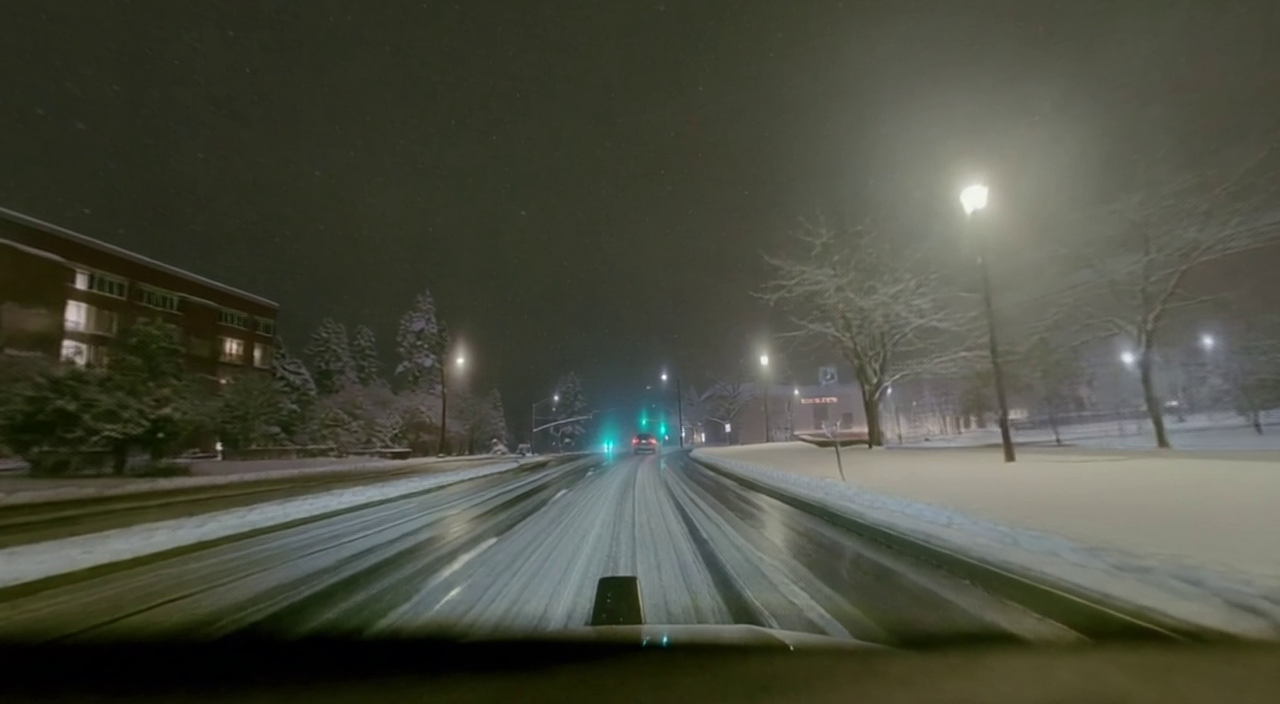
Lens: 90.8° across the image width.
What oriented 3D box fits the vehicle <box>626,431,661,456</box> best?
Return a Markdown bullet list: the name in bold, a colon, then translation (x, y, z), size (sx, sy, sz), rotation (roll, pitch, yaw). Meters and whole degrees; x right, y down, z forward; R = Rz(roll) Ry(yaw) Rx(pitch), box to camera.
- **vehicle**: translation (0.325, 6.862, 47.299), size (2.370, 1.781, 4.440), rotation (-1, -9, 4)
